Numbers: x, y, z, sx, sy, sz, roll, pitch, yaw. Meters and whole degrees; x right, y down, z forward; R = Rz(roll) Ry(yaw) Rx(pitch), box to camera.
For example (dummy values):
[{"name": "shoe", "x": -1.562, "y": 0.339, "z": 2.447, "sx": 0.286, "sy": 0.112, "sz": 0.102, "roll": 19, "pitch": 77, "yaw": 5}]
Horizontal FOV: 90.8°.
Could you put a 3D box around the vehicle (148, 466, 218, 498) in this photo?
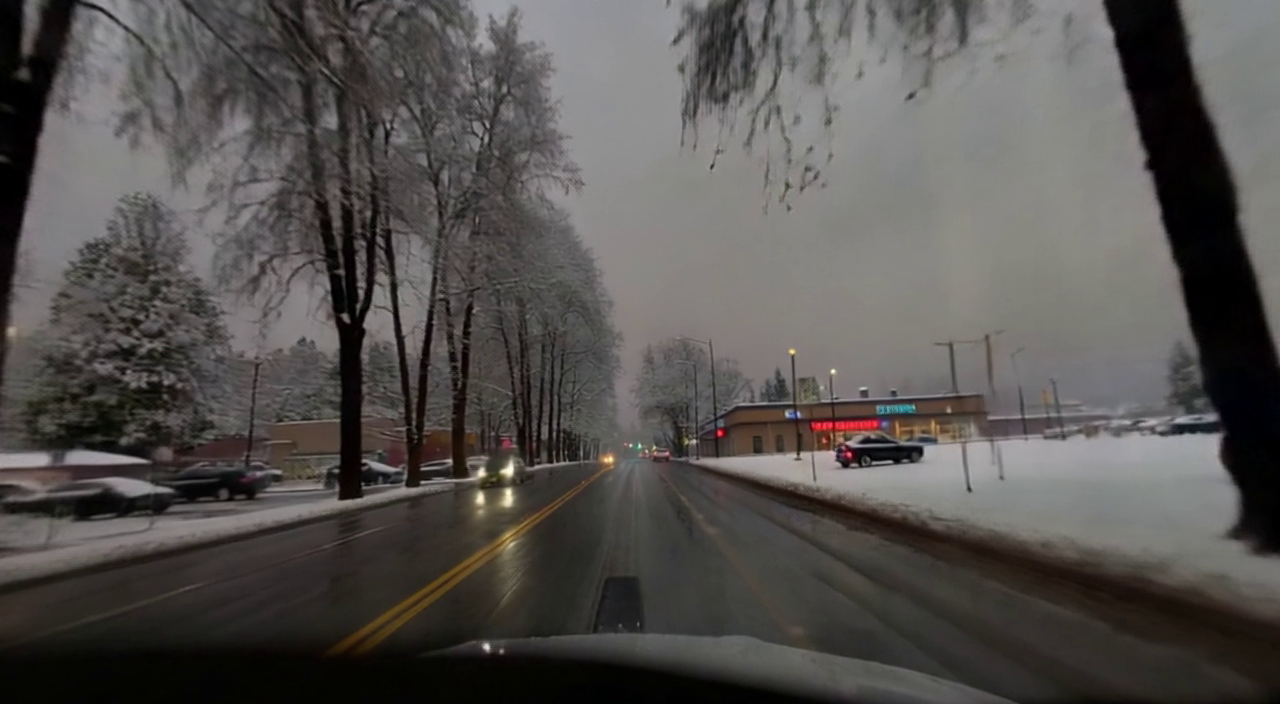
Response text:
[{"name": "vehicle", "x": -27.456, "y": 7.798, "z": 38.120, "sx": 1.822, "sy": 1.622, "sz": 4.193, "roll": -2, "pitch": -9, "yaw": -11}]

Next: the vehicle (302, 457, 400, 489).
[{"name": "vehicle", "x": -16.442, "y": 6.885, "z": 36.166, "sx": 4.650, "sy": 1.700, "sz": 1.915, "roll": 0, "pitch": -9, "yaw": -1}]

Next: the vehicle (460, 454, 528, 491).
[{"name": "vehicle", "x": -6.572, "y": 5.455, "z": 29.007, "sx": 1.962, "sy": 1.478, "sz": 4.639, "roll": -1, "pitch": -9, "yaw": 1}]

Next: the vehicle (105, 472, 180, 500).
[{"name": "vehicle", "x": -30.356, "y": 8.156, "z": 38.676, "sx": 1.777, "sy": 1.441, "sz": 3.695, "roll": 1, "pitch": -9, "yaw": -6}]

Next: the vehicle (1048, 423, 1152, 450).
[{"name": "vehicle", "x": 26.018, "y": 4.832, "z": 35.818, "sx": 1.765, "sy": 1.435, "sz": 4.413, "roll": 8, "pitch": -12, "yaw": -44}]

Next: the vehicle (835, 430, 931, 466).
[{"name": "vehicle", "x": 11.118, "y": 4.372, "z": 28.778, "sx": 4.587, "sy": 1.504, "sz": 1.928, "roll": 7, "pitch": -11, "yaw": -38}]

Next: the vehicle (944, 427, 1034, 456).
[{"name": "vehicle", "x": 21.850, "y": 5.646, "z": 39.643, "sx": 4.442, "sy": 1.451, "sz": 1.945, "roll": -12, "pitch": -12, "yaw": 42}]

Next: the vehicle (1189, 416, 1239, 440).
[{"name": "vehicle", "x": 40.220, "y": 5.338, "z": 44.240, "sx": 4.224, "sy": 1.532, "sz": 1.910, "roll": 7, "pitch": -11, "yaw": -40}]
